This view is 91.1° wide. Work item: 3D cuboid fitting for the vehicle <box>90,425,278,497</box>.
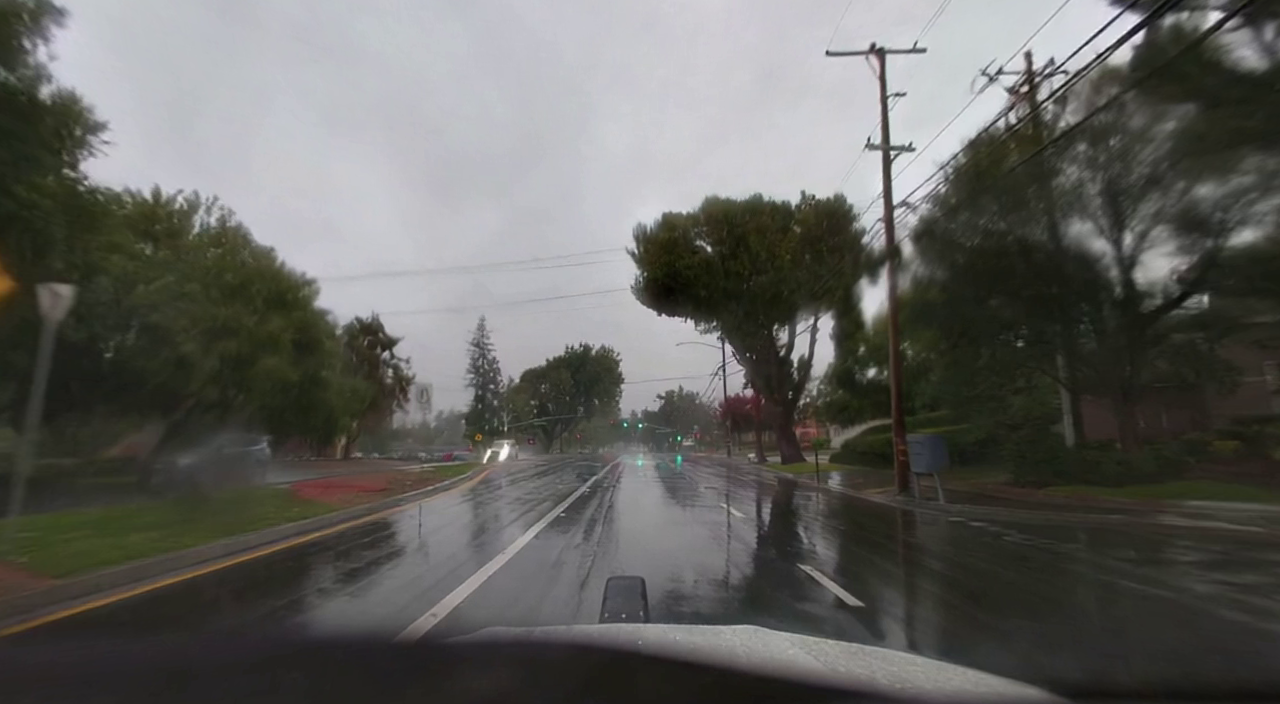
[{"bbox_3d":[-15.142,3.652,21.437,2.184,2.092,5.593,0,-9,0],"label":"vehicle"}]
